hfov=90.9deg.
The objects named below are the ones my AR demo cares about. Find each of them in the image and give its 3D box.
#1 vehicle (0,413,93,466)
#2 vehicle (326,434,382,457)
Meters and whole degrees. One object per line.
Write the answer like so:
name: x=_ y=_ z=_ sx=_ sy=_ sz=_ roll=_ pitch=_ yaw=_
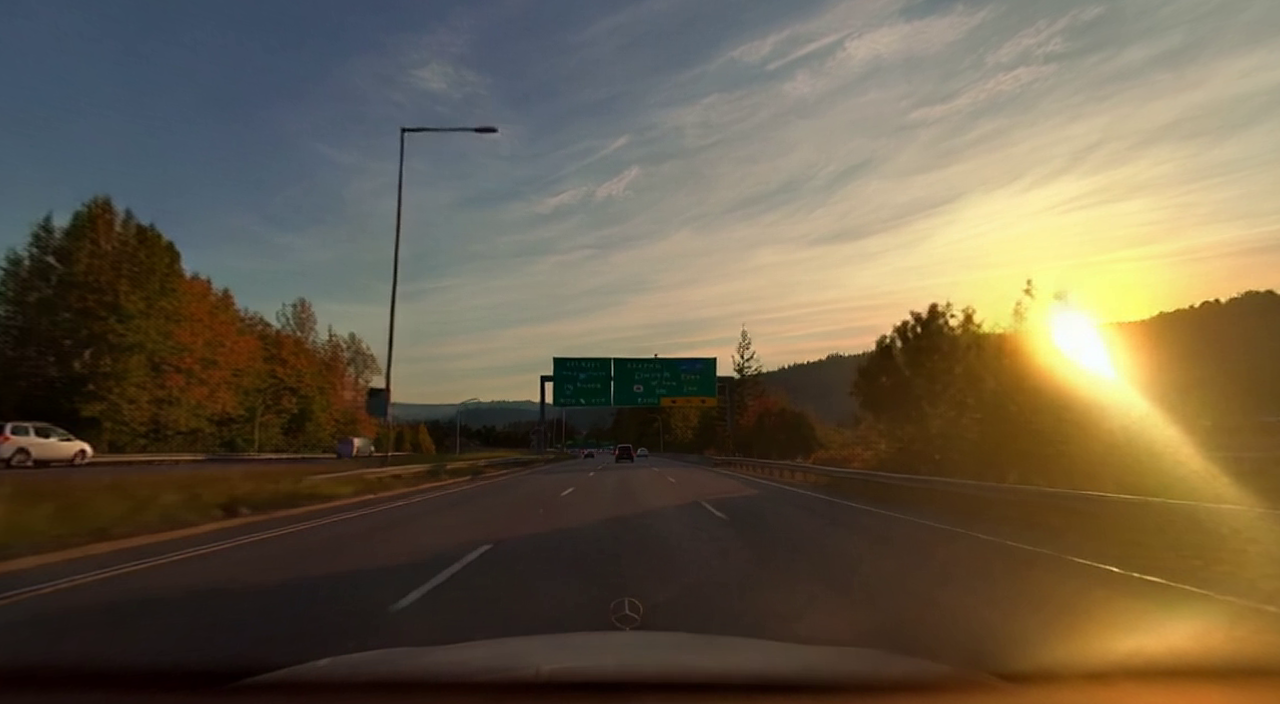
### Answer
vehicle: x=-19.181 y=2.669 z=19.114 sx=1.879 sy=1.492 sz=3.607 roll=0 pitch=-9 yaw=-1
vehicle: x=-19.708 y=6.478 z=43.558 sx=1.901 sy=1.465 sz=4.173 roll=0 pitch=-9 yaw=0
